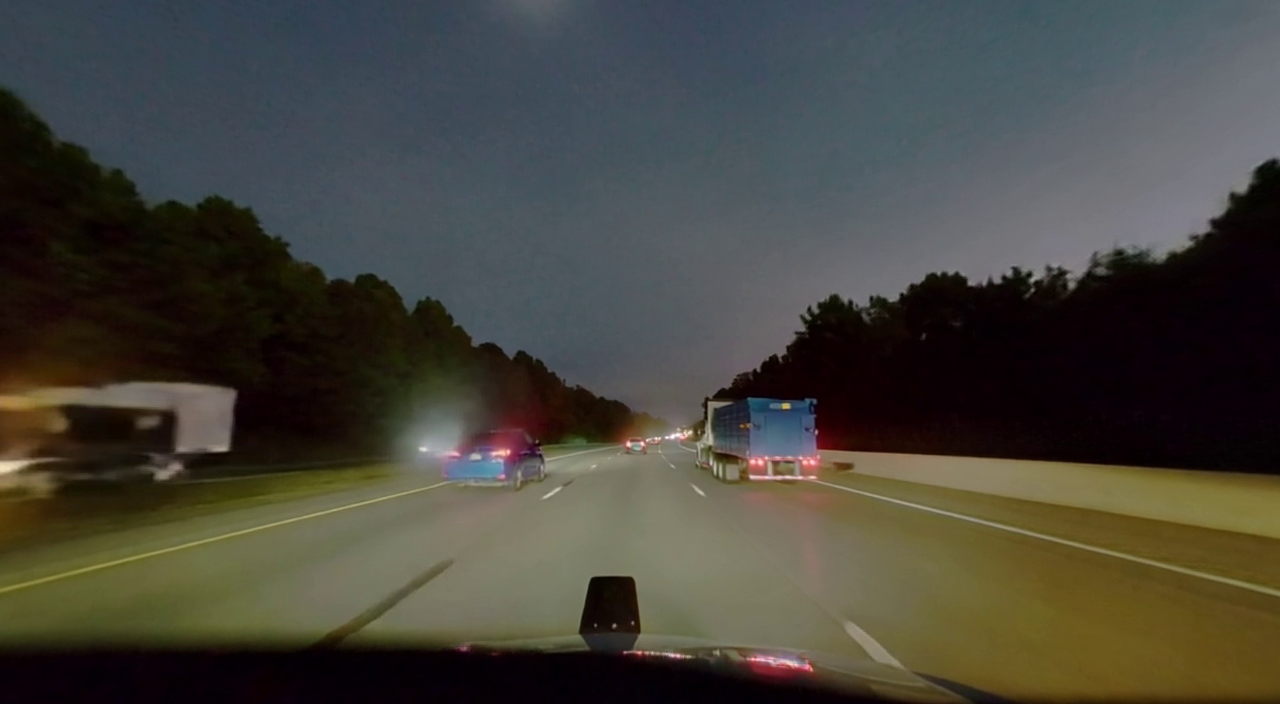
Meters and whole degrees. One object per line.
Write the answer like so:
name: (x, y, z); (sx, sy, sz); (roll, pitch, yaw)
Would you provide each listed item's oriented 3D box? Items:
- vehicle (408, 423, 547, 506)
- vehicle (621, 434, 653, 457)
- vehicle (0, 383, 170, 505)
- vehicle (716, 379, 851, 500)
vehicle: (-3.428, 2.440, 14.220); (2.008, 1.588, 4.147); (0, -8, 0)
vehicle: (-0.195, 6.791, 45.908); (2.195, 1.529, 4.572); (0, -8, 1)
vehicle: (-14.364, 2.070, 14.225); (2.279, 2.504, 6.738); (0, -8, 0)
vehicle: (3.298, 2.127, 15.482); (2.256, 2.568, 4.049); (0, -8, -1)
